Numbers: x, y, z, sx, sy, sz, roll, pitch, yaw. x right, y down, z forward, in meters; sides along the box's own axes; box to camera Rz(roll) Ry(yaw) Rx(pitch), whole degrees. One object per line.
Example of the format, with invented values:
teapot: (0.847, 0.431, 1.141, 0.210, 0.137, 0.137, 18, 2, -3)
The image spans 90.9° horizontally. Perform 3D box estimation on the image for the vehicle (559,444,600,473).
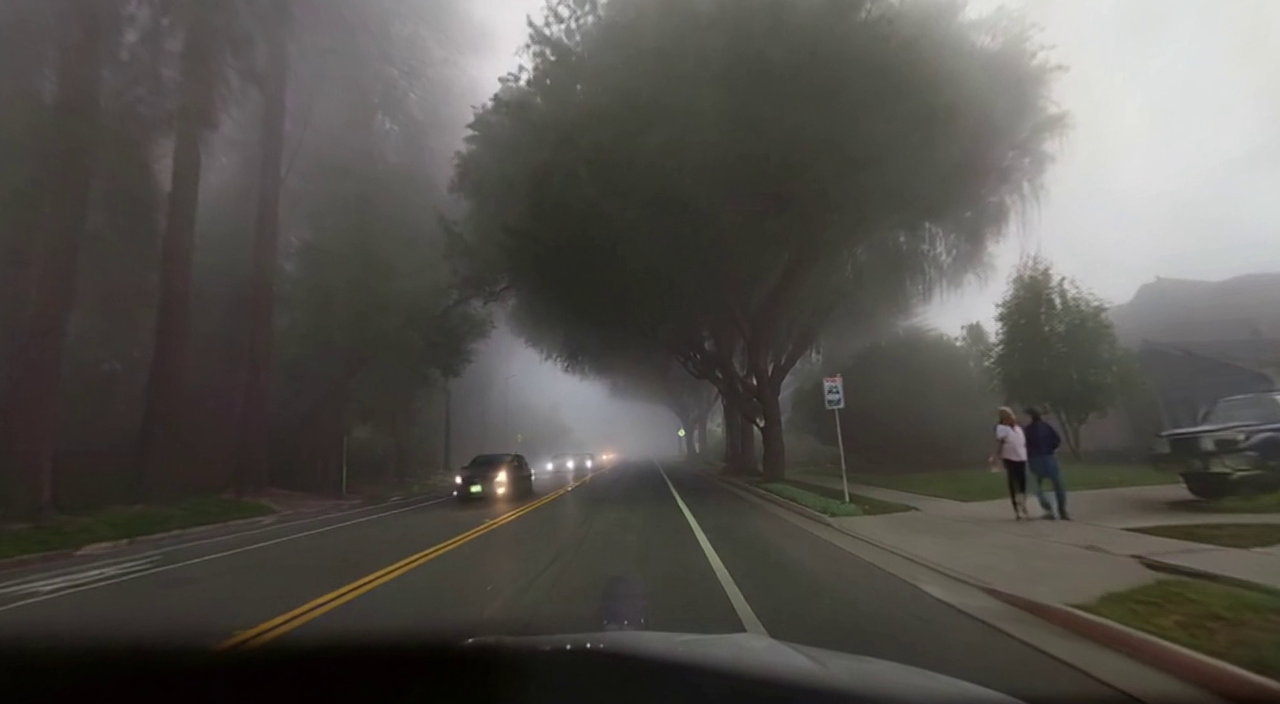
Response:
vehicle: (-3.869, 6.888, 41.099, 2.041, 1.780, 4.618, 0, -8, 1)

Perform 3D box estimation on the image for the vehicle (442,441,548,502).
vehicle: (-4.452, 3.722, 20.229, 2.167, 1.691, 4.755, 0, -8, 1)

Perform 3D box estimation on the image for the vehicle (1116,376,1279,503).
vehicle: (11.354, 1.491, 10.770, 4.665, 1.944, 2.092, 0, -8, -1)
